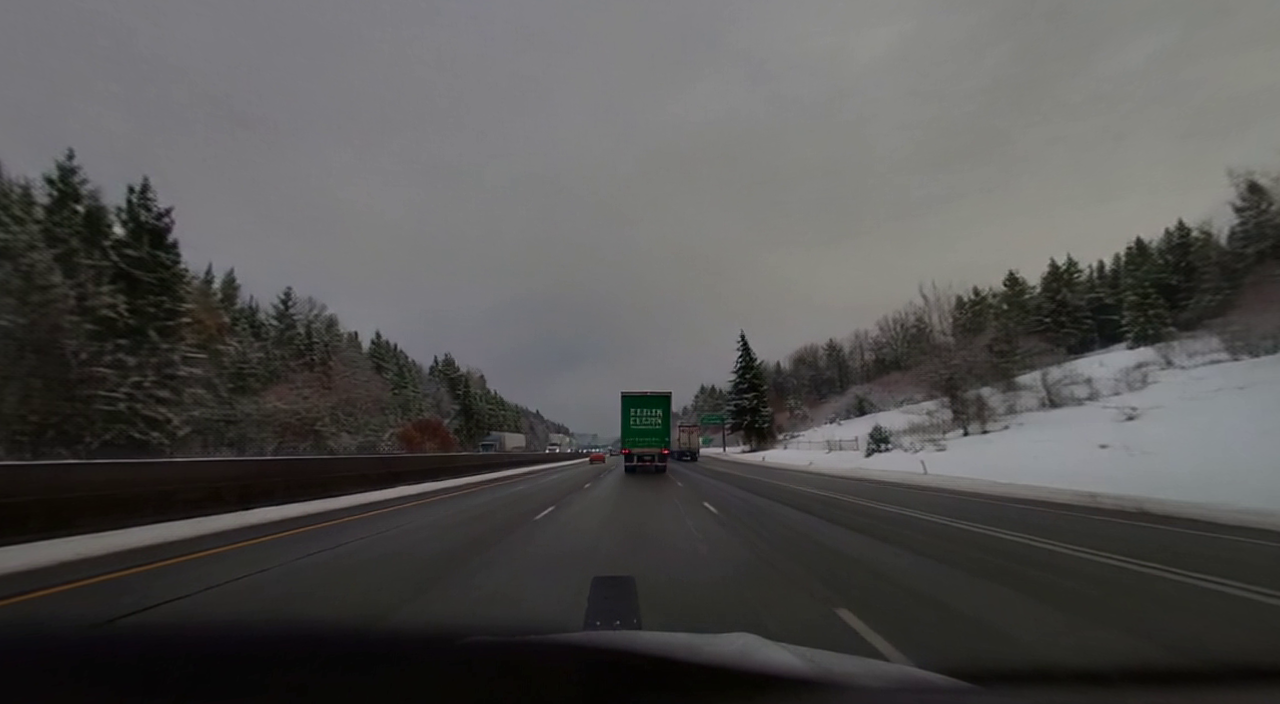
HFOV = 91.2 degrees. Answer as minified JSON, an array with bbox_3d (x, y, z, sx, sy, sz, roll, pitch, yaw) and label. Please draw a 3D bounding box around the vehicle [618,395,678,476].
[{"bbox_3d":[0.390,5.032,37.229,3.057,4.073,10.792,0,-9,0],"label":"vehicle"}]
